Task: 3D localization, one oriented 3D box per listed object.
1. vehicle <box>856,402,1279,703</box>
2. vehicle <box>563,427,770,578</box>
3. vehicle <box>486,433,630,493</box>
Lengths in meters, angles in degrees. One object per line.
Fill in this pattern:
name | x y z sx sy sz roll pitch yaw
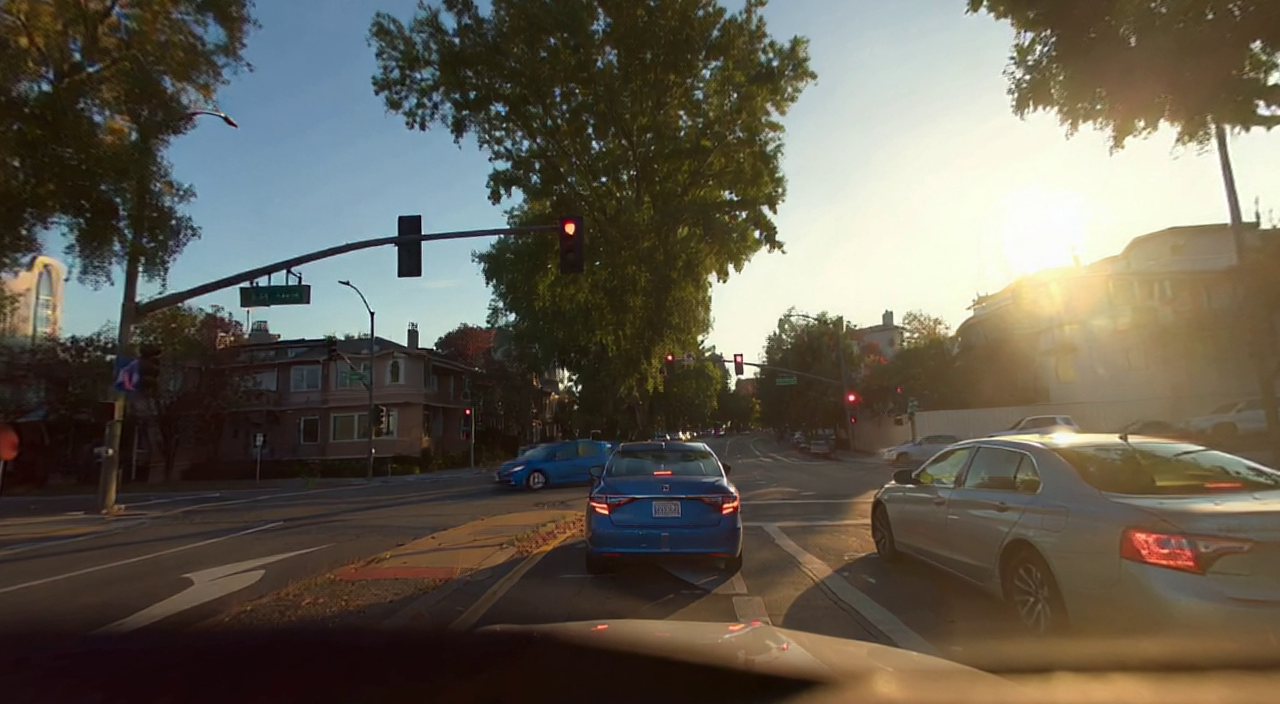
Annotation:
vehicle | 3.659 1.338 5.444 1.888 1.486 4.681 0 -9 -1
vehicle | 0.303 1.816 8.335 2.090 1.505 3.756 -1 -9 1
vehicle | -2.567 3.593 20.846 1.996 1.705 4.577 -7 -11 39
